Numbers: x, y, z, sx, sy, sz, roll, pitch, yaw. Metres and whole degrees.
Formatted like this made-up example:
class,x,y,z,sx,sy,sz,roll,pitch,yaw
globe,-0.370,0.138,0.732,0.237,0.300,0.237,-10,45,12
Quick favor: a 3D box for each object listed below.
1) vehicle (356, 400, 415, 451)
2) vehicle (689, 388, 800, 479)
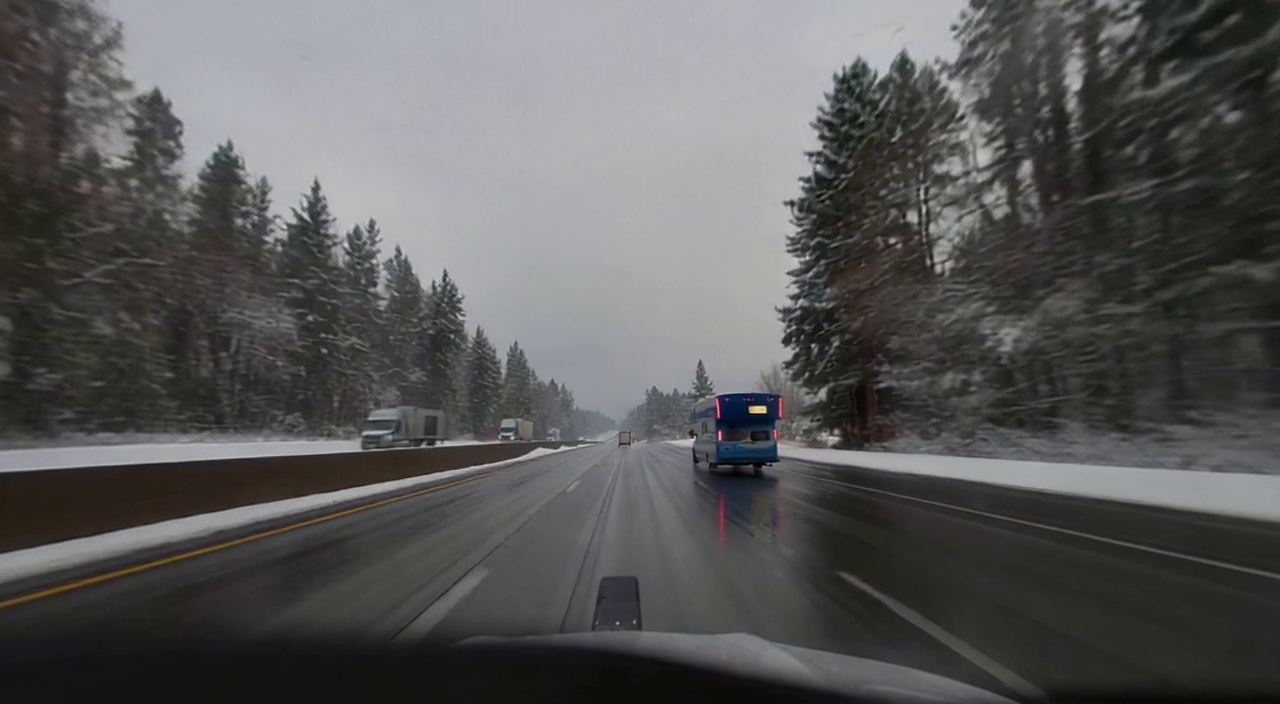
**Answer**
class,x,y,z,sx,sy,sz,roll,pitch,yaw
vehicle,-20.023,5.797,49.637,3.298,3.890,2.971,0,-8,-3
vehicle,3.624,3.062,23.680,2.815,2.876,7.101,0,-8,-1
